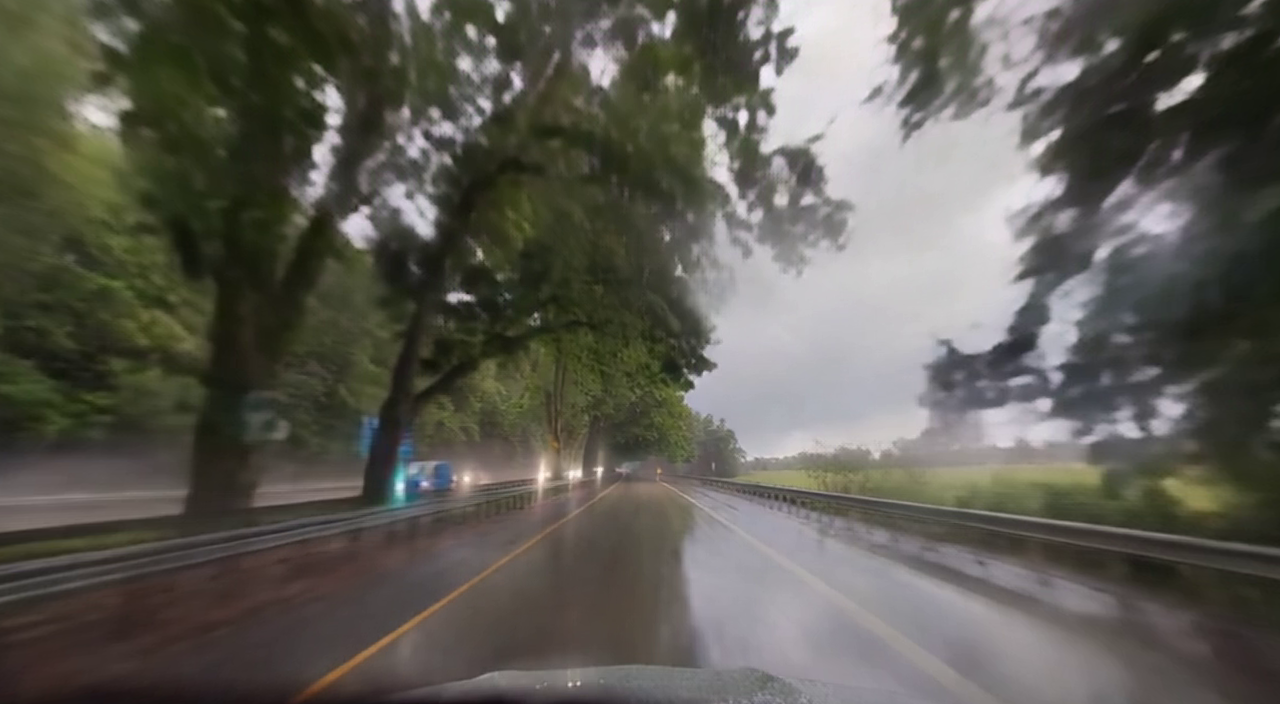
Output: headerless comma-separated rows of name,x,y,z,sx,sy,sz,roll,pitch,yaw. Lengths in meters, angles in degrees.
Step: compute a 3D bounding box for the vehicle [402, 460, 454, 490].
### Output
vehicle,-13.502,7.850,40.367,1.869,1.724,4.230,1,-10,0
